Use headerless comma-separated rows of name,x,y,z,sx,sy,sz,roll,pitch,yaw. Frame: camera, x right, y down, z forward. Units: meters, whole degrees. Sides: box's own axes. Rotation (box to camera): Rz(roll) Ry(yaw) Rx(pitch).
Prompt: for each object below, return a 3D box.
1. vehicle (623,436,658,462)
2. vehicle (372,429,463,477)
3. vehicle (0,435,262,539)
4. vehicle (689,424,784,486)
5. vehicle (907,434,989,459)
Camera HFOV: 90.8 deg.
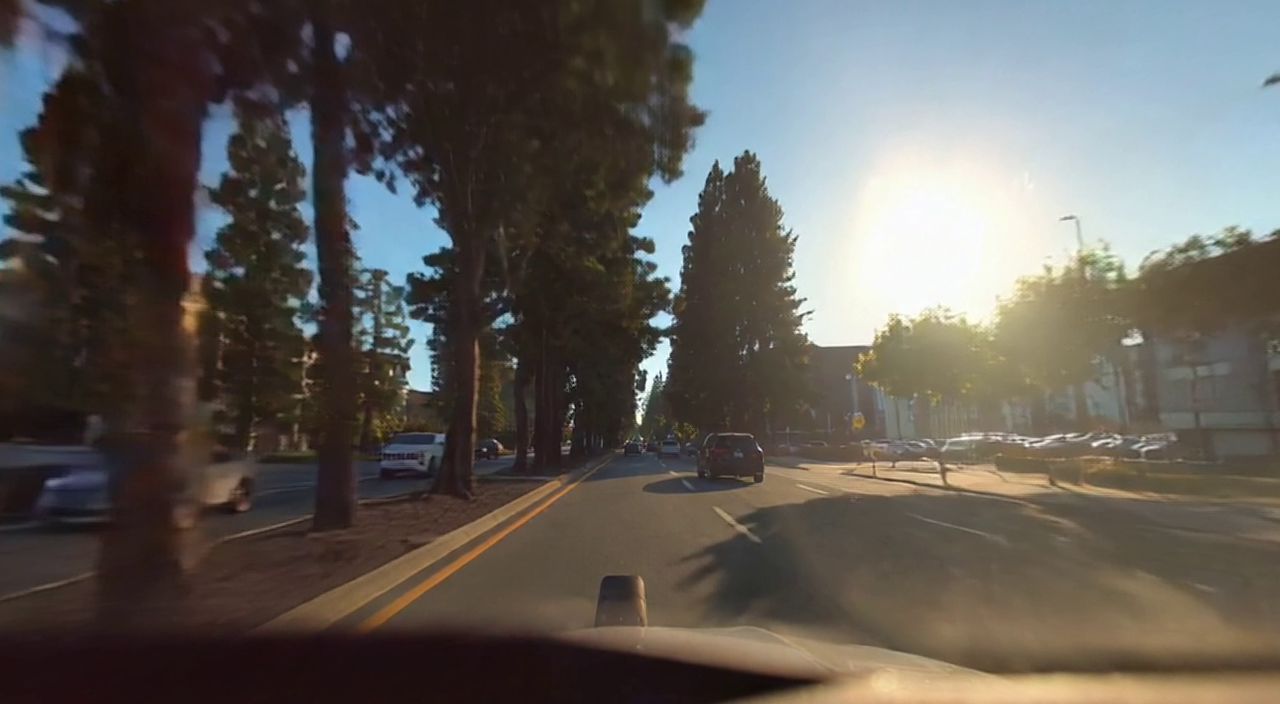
vehicle,0.010,6.236,40.622,2.145,1.572,4.021,0,-9,-1
vehicle,-9.429,4.345,27.316,2.165,1.863,4.880,0,-9,0
vehicle,-9.011,2.249,11.183,1.938,1.464,4.340,0,-9,0
vehicle,3.051,3.410,21.144,2.235,1.806,4.818,0,-9,-2
vehicle,20.595,6.340,42.369,4.475,1.592,1.841,0,-9,-1
